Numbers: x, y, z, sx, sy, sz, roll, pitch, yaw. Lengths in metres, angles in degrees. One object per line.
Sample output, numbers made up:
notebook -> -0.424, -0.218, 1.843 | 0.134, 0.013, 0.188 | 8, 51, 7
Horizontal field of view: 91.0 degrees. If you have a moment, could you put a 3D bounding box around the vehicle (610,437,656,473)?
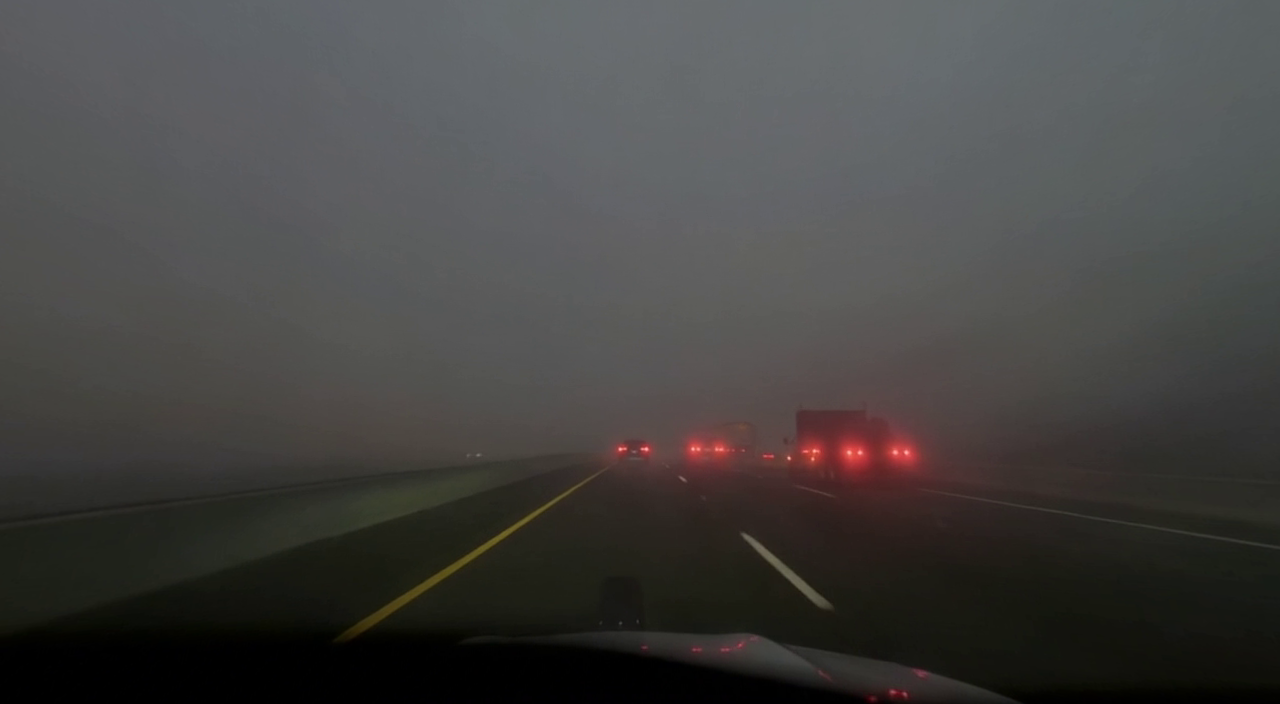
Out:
vehicle -> -0.303, 5.196, 31.853 | 2.142, 1.664, 4.076 | 0, -9, 1

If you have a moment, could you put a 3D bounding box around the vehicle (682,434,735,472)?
vehicle -> 3.587, 5.428, 33.950 | 2.269, 1.839, 4.554 | 0, -9, -1
